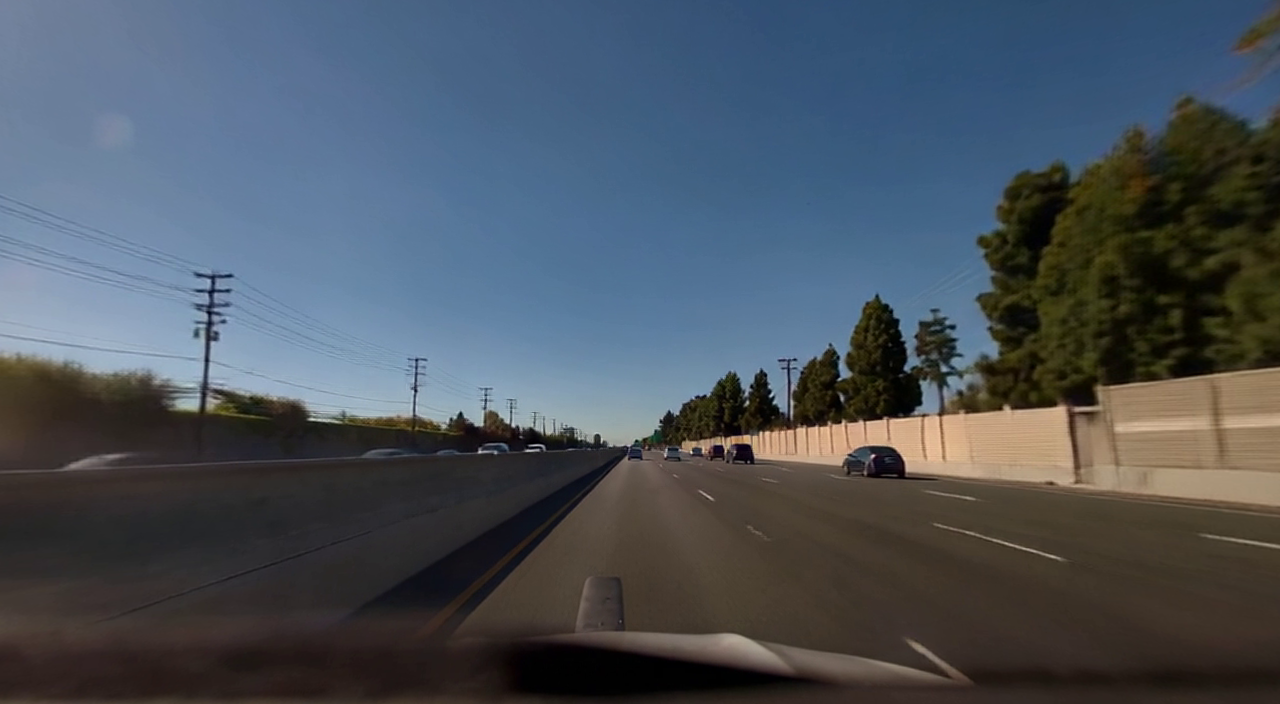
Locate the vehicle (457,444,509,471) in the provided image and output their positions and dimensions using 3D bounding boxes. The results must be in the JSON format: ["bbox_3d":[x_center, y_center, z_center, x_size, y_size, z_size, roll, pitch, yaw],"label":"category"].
[{"bbox_3d":[-10.246,6.890,41.585,2.225,1.643,4.403,0,-8,1],"label":"vehicle"}]

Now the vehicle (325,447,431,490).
[{"bbox_3d":[-10.038,4.469,24.664,2.259,1.507,4.362,0,-9,0],"label":"vehicle"}]

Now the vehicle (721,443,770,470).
[{"bbox_3d":[6.313,6.298,38.268,2.069,1.520,4.614,0,-9,-1],"label":"vehicle"}]

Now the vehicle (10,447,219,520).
[{"bbox_3d":[-13.134,3.242,16.195,1.843,1.602,4.040,0,-9,0],"label":"vehicle"}]

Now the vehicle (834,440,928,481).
[{"bbox_3d":[9.717,4.391,25.897,1.969,1.506,4.422,0,-9,-1],"label":"vehicle"}]
